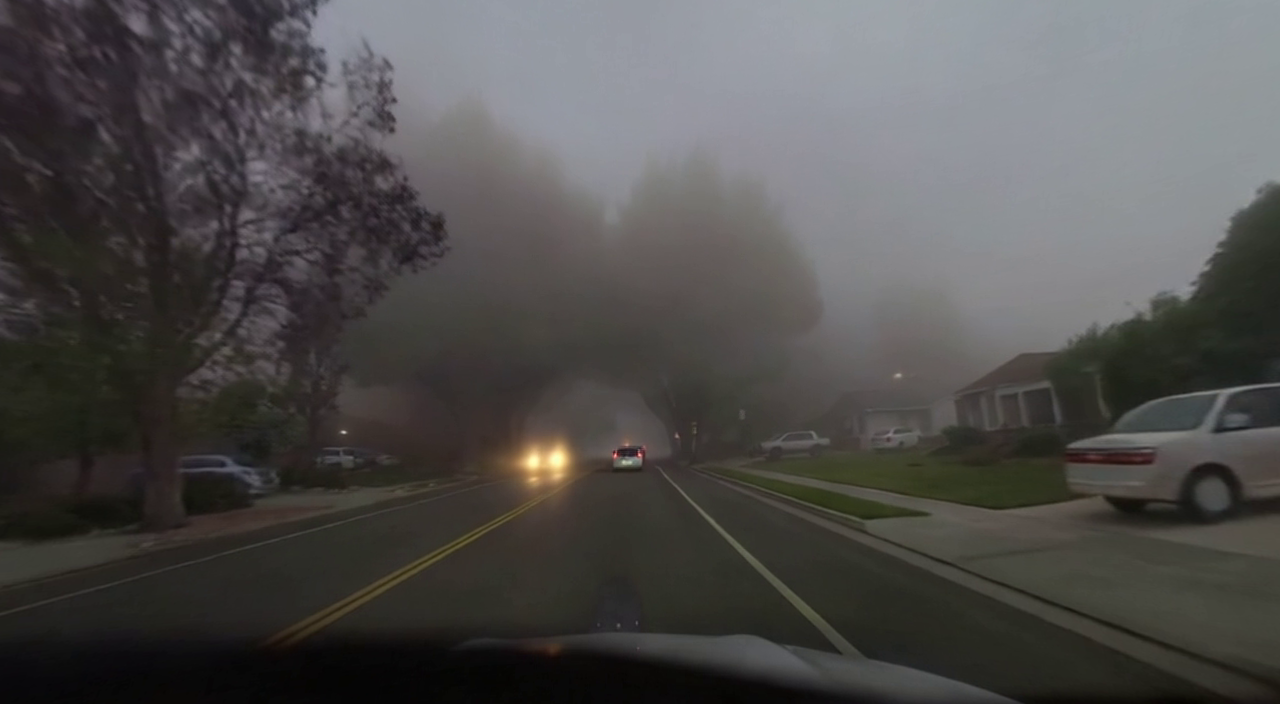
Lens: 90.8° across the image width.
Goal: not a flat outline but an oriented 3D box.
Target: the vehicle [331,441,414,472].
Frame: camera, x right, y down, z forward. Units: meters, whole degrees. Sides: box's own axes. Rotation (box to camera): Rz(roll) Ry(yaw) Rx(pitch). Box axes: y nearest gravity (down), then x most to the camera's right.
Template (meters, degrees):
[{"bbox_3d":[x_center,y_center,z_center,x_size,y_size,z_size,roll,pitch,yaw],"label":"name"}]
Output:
[{"bbox_3d":[-17.390,6.791,41.255,4.463,1.917,1.970,1,-8,-5],"label":"vehicle"}]

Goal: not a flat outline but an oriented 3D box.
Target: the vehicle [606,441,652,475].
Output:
[{"bbox_3d":[-0.509,5.053,30.377,2.098,1.483,4.099,0,-8,-1],"label":"vehicle"}]

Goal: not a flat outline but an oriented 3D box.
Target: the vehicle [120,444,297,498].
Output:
[{"bbox_3d":[-14.863,4.107,21.952,4.608,1.743,2.222,-1,-9,6],"label":"vehicle"}]

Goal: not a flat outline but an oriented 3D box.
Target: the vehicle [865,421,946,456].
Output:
[{"bbox_3d":[15.309,4.940,36.340,4.462,1.699,2.145,2,-7,-36],"label":"vehicle"}]

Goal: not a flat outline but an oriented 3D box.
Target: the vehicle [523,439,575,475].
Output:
[{"bbox_3d":[-5.127,5.943,36.077,2.256,1.838,4.613,-2,-8,0],"label":"vehicle"}]

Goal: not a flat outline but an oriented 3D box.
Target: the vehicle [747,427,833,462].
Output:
[{"bbox_3d":[9.206,5.703,39.027,4.634,1.723,1.966,-4,-7,-3],"label":"vehicle"}]

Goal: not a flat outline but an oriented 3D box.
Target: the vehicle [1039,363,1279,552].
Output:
[{"bbox_3d":[8.163,1.059,7.728,4.957,1.857,2.157,-5,-8,-1],"label":"vehicle"}]
